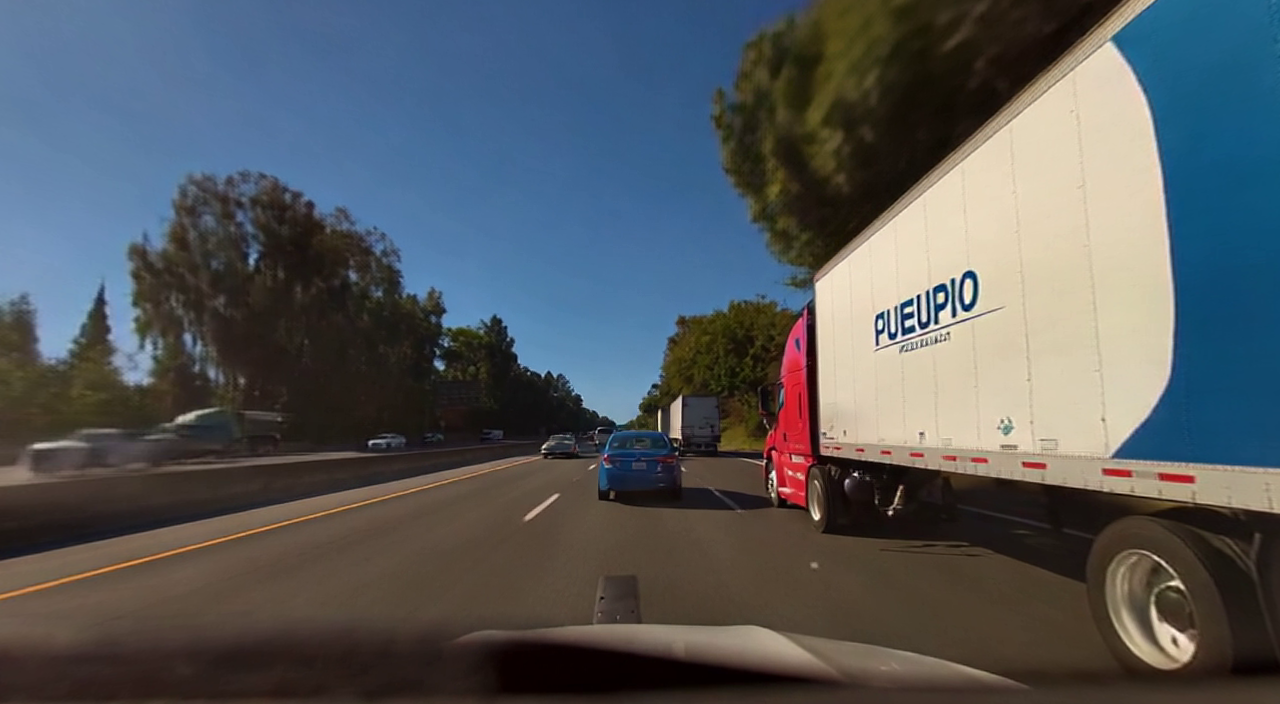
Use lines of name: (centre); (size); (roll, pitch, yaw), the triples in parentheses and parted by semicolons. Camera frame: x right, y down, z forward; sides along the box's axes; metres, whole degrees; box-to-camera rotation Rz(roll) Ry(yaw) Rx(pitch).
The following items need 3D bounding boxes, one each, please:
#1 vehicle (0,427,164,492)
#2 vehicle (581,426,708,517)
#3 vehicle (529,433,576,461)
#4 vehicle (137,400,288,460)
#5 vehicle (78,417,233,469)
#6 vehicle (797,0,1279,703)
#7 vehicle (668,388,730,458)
vehicle: (-15.891, 2.880, 17.484); (1.835, 1.541, 4.415); (0, -7, 2)
vehicle: (0.034, 2.156, 11.920); (2.021, 1.435, 3.611); (0, -8, -1)
vehicle: (-4.754, 5.202, 34.893); (1.983, 1.434, 4.451); (0, -8, 0)
vehicle: (-23.104, 4.316, 34.731); (2.607, 2.931, 7.726); (0, -7, 2)
vehicle: (-18.882, 3.573, 24.923); (2.139, 1.859, 4.845); (0, -8, 2)
vehicle: (4.121, -0.211, 3.458); (2.816, 4.070, 14.136); (0, -8, 0)
vehicle: (3.736, 5.064, 43.597); (2.869, 4.067, 13.731); (0, -8, 0)
